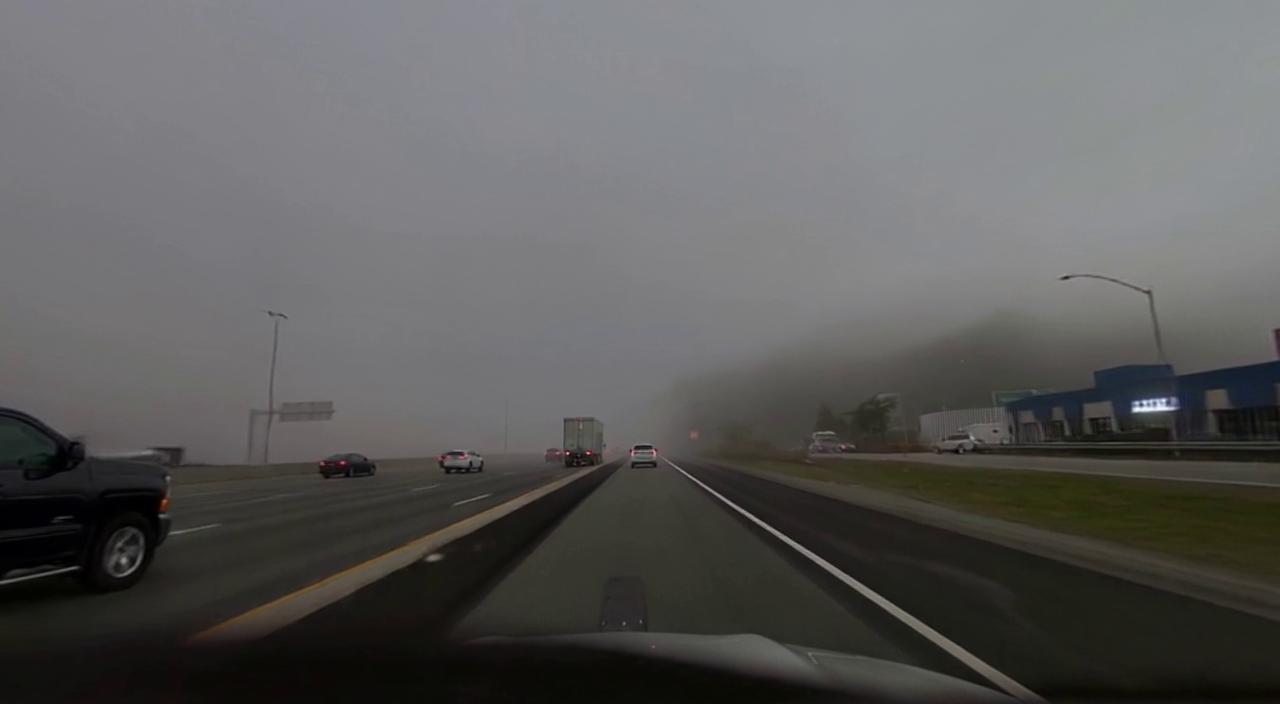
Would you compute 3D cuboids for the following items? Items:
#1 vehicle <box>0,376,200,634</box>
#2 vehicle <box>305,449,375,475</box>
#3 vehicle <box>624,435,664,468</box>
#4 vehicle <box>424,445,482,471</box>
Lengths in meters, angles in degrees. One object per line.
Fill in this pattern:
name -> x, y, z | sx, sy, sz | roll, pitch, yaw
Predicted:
vehicle -> -5.625, 1.011, 3.998 | 2.200, 1.793, 4.586 | 0, -8, 2
vehicle -> -18.699, 6.880, 39.604 | 1.899, 1.478, 4.640 | 0, -8, 3
vehicle -> 0.277, 5.913, 37.604 | 2.227, 1.794, 4.646 | 0, -8, 1
vehicle -> -11.400, 6.456, 38.749 | 1.928, 1.480, 4.823 | 0, -8, 2
